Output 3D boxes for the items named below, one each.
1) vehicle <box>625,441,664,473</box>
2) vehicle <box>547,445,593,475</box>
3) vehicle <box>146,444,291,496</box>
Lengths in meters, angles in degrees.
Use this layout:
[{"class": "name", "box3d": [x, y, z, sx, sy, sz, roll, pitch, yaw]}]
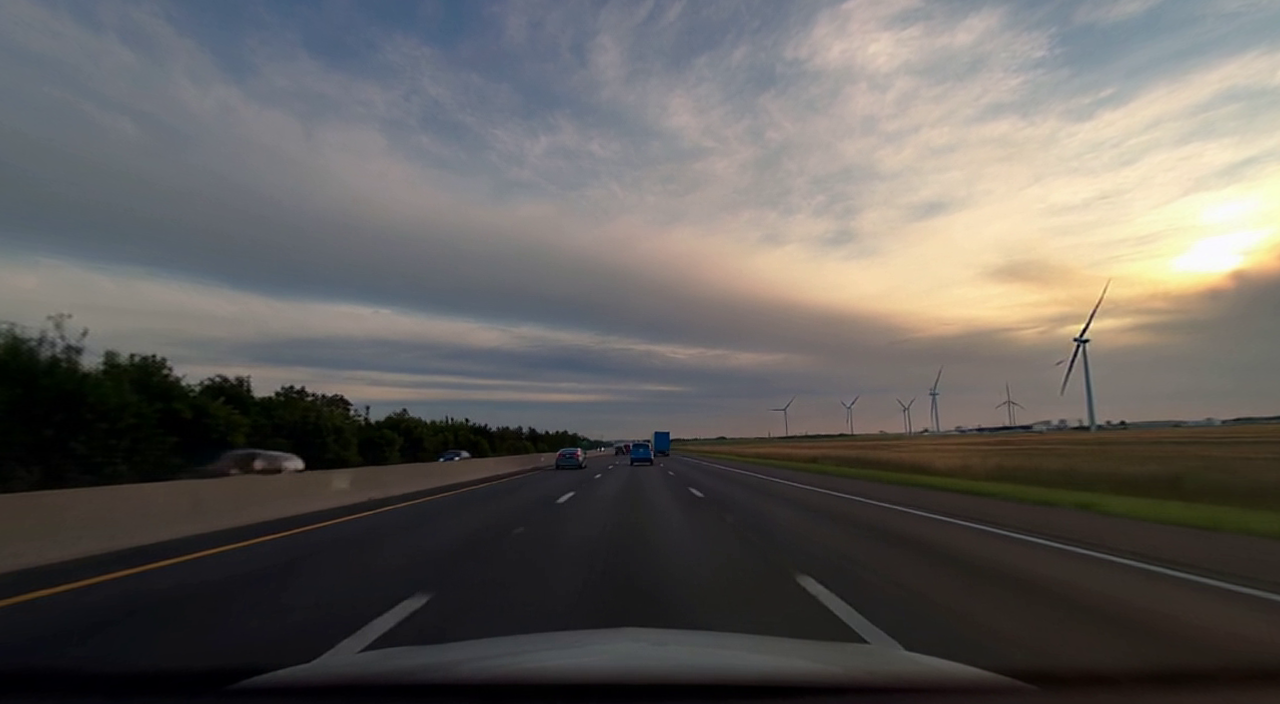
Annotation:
[{"class": "vehicle", "box3d": [0.214, 5.941, 35.920, 2.083, 1.689, 4.083, 0, -9, 0]}, {"class": "vehicle", "box3d": [-3.763, 5.897, 34.662, 1.984, 1.491, 4.341, 0, -9, 1]}, {"class": "vehicle", "box3d": [-15.520, 4.348, 23.615, 2.091, 1.697, 4.796, 0, -9, 0]}]
